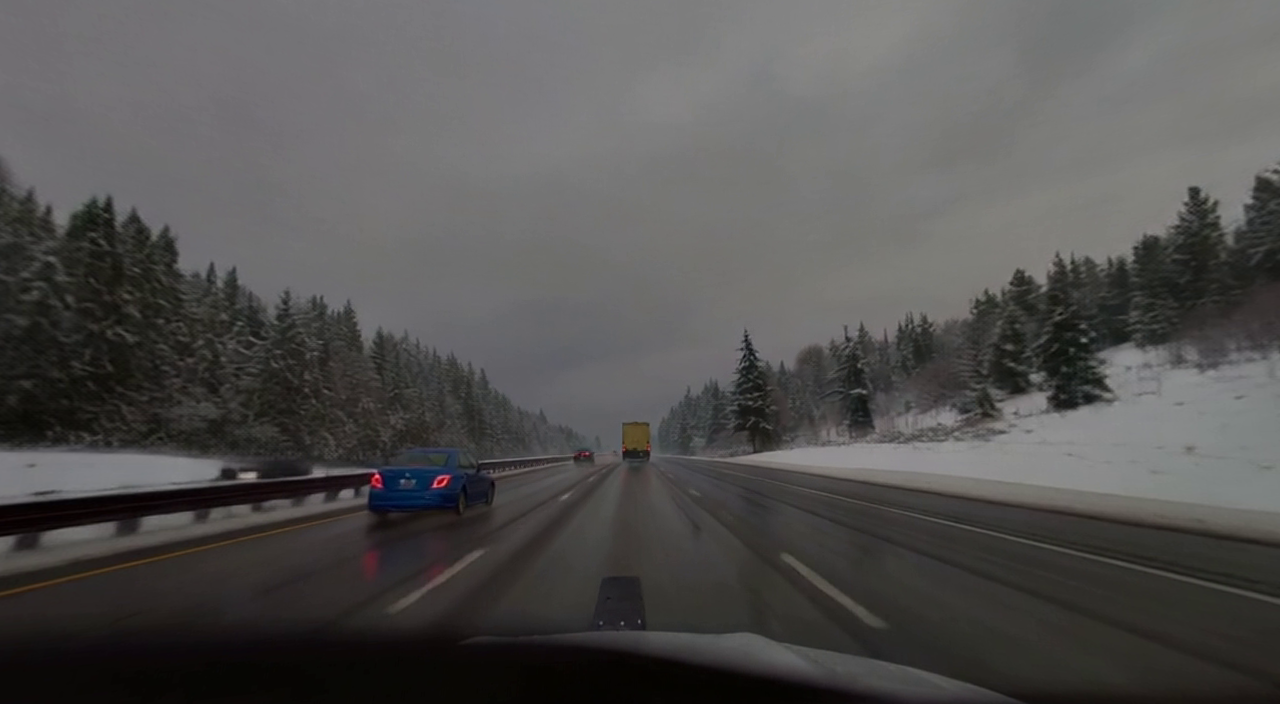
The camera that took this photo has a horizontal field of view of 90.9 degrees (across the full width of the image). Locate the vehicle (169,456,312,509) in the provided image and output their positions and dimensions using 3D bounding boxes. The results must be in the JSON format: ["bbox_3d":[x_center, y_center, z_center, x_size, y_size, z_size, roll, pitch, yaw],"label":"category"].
[{"bbox_3d":[-13.192,4.297,21.187,2.093,1.561,4.069,0,-9,0],"label":"vehicle"}]

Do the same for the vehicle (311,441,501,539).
[{"bbox_3d":[-4.160,2.496,12.132,1.916,1.506,4.476,0,-9,0],"label":"vehicle"}]
